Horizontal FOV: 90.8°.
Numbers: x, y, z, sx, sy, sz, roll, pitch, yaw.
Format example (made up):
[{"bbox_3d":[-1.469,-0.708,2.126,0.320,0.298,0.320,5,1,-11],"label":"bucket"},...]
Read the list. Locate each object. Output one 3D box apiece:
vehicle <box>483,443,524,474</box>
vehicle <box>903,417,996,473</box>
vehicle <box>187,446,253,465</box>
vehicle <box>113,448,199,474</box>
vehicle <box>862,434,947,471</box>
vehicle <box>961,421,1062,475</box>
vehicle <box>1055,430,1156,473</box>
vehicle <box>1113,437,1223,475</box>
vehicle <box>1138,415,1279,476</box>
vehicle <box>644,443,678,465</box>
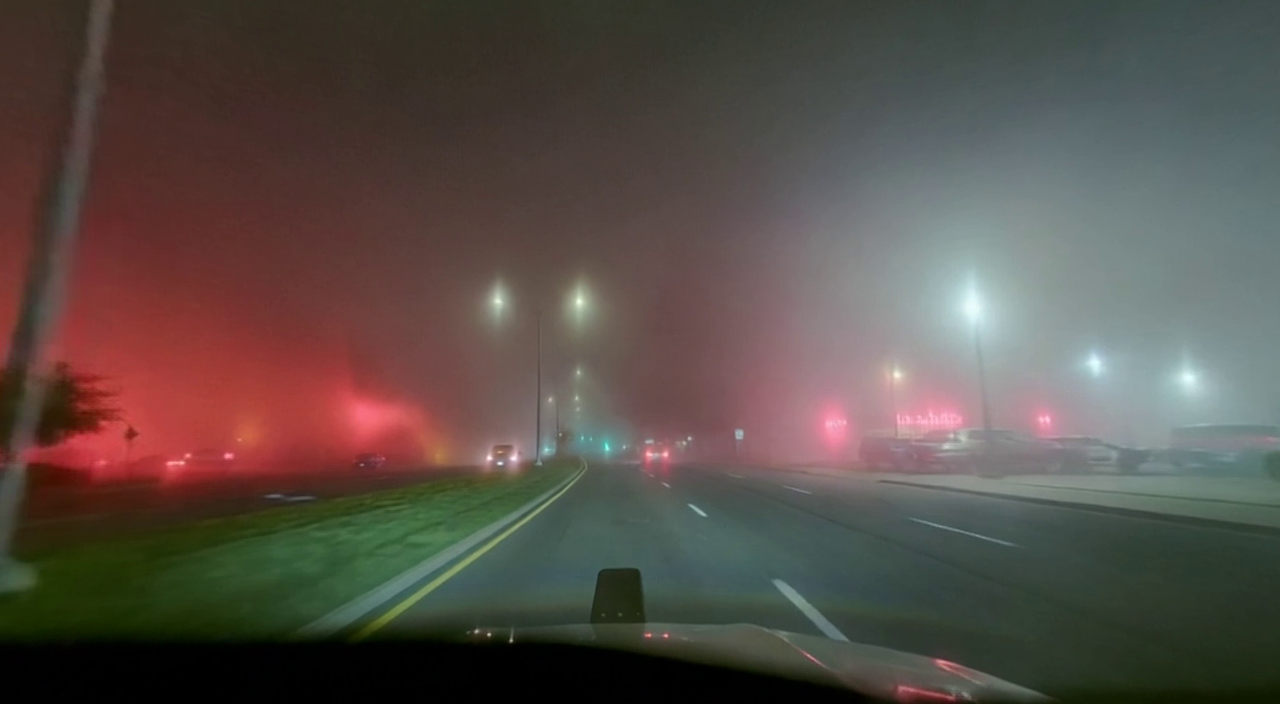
[{"bbox_3d":[-8.089,6.346,37.845,2.180,1.556,5.130,2,-7,-11],"label":"vehicle"},{"bbox_3d":[16.290,4.871,33.105,5.908,2.641,2.303,8,-12,-43],"label":"vehicle"},{"bbox_3d":[-32.473,8.025,48.932,3.768,1.443,1.800,0,-9,-4],"label":"vehicle"},{"bbox_3d":[-31.661,7.128,41.399,3.952,1.462,1.857,2,-6,-6],"label":"vehicle"},{"bbox_3d":[15.117,5.695,35.937,5.161,1.927,2.464,8,-12,-43],"label":"vehicle"},{"bbox_3d":[18.396,4.718,31.117,2.727,2.396,5.918,-9,-12,44],"label":"vehicle"},{"bbox_3d":[22.748,4.887,31.273,2.747,1.912,6.426,-4,-9,25],"label":"vehicle"},{"bbox_3d":[25.854,5.085,31.139,1.917,1.720,4.071,0,-9,2],"label":"vehicle"},{"bbox_3d":[28.974,4.660,31.591,2.248,2.714,6.788,0,-9,-3],"label":"vehicle"},{"bbox_3d":[1.436,7.292,45.196,1.913,1.473,4.360,1,-9,-5],"label":"vehicle"}]
